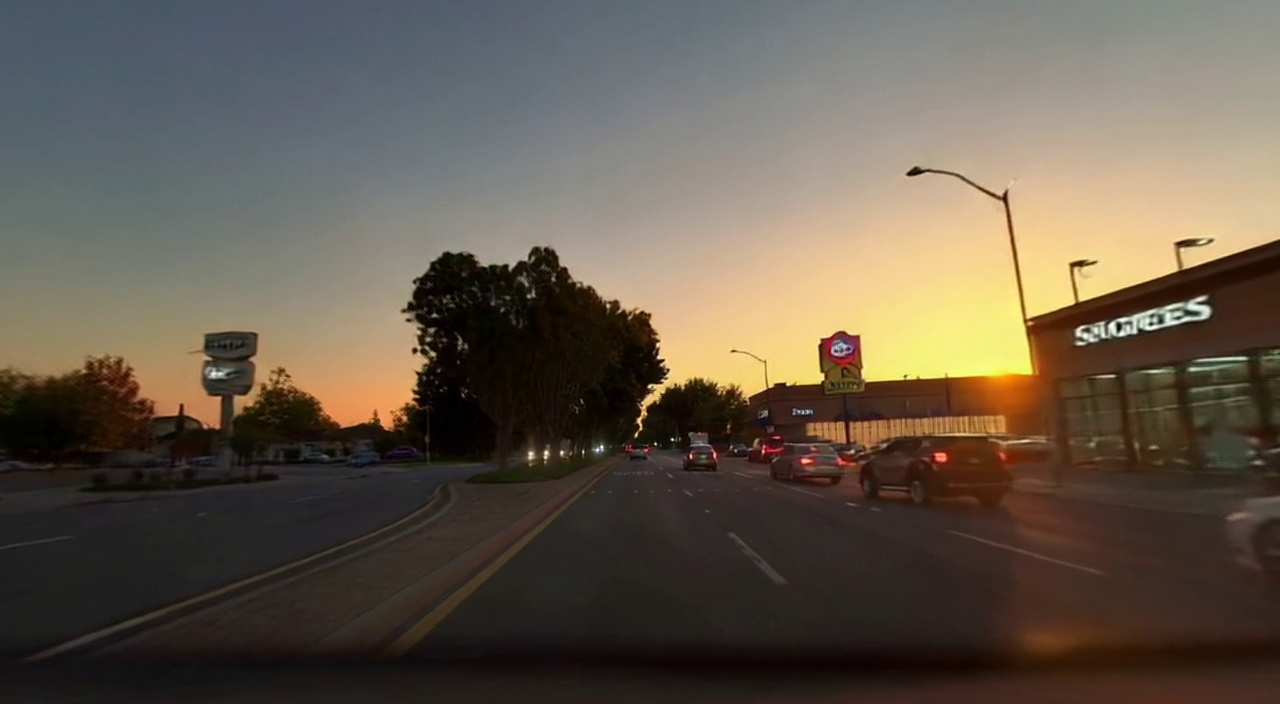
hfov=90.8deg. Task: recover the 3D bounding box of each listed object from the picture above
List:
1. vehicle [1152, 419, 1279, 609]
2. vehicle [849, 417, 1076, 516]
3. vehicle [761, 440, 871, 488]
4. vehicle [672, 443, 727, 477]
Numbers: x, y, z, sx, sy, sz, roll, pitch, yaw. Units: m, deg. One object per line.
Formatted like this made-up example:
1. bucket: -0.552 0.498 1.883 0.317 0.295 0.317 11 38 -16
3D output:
1. vehicle: 6.147 1.087 3.706 2.150 1.485 4.919 0 -8 0
2. vehicle: 6.883 2.511 14.360 2.268 1.822 5.038 0 -8 -3
3. vehicle: 6.028 3.884 22.312 2.072 1.491 4.753 1 -8 -6
4. vehicle: 2.743 5.099 30.162 2.099 1.463 4.365 0 -8 -1
